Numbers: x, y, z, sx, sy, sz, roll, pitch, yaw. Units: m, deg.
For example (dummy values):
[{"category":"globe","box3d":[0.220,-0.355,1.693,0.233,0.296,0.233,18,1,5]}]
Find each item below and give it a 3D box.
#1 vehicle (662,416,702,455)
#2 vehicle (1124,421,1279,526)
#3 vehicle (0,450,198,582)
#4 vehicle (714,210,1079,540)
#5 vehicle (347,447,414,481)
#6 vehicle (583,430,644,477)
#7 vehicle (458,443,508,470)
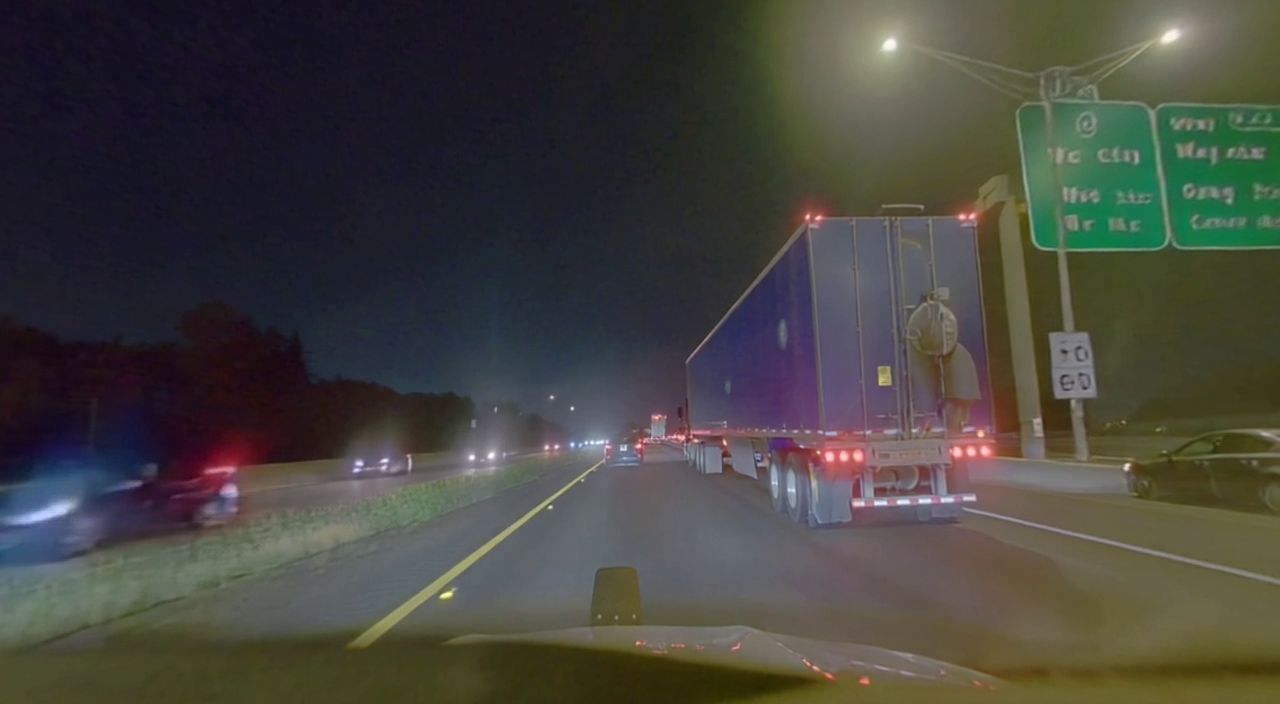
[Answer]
[{"category":"vehicle","box3d":[3.146,6.378,48.289,2.475,2.782,4.986,0,-8,-3]},{"category":"vehicle","box3d":[9.838,1.805,9.584,1.739,1.471,3.889,0,-8,-2]},{"category":"vehicle","box3d":[-8.555,2.121,8.476,1.894,1.483,4.624,0,-8,-1]},{"category":"vehicle","box3d":[3.508,0.827,12.045,2.826,3.905,9.262,0,-8,-1]},{"category":"vehicle","box3d":[-13.127,5.650,32.180,1.905,1.541,4.030,0,-8,-4]},{"category":"vehicle","box3d":[-0.872,3.563,22.401,2.000,1.510,3.518,0,-8,0]},{"category":"vehicle","box3d":[-9.319,6.199,37.793,1.951,1.460,4.219,0,-8,-1]}]
